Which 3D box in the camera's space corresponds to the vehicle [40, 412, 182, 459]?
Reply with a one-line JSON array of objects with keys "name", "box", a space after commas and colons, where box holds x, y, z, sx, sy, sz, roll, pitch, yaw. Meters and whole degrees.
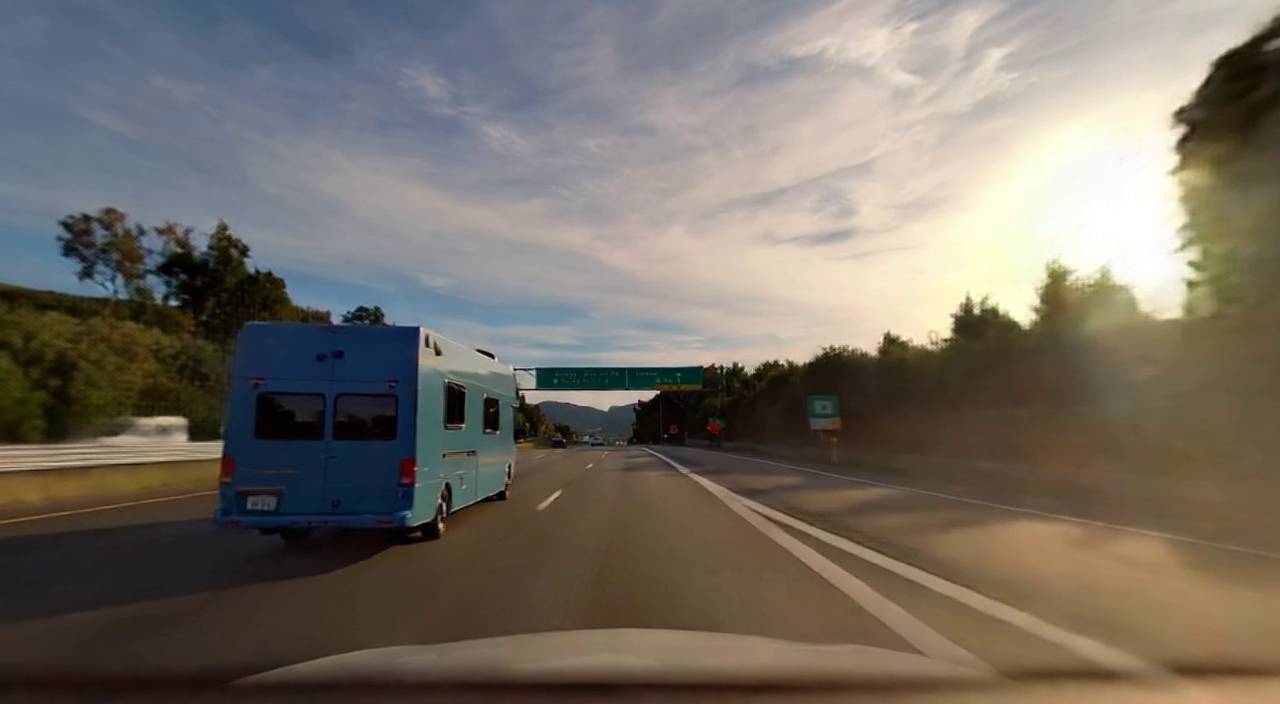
[{"name": "vehicle", "box": [-23.153, 3.681, 27.910, 1.999, 1.870, 4.922, 0, -7, 0]}]

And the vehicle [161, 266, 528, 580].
[{"name": "vehicle", "box": [-3.810, 1.130, 10.474, 2.676, 3.269, 7.388, -2, -6, -1]}]
